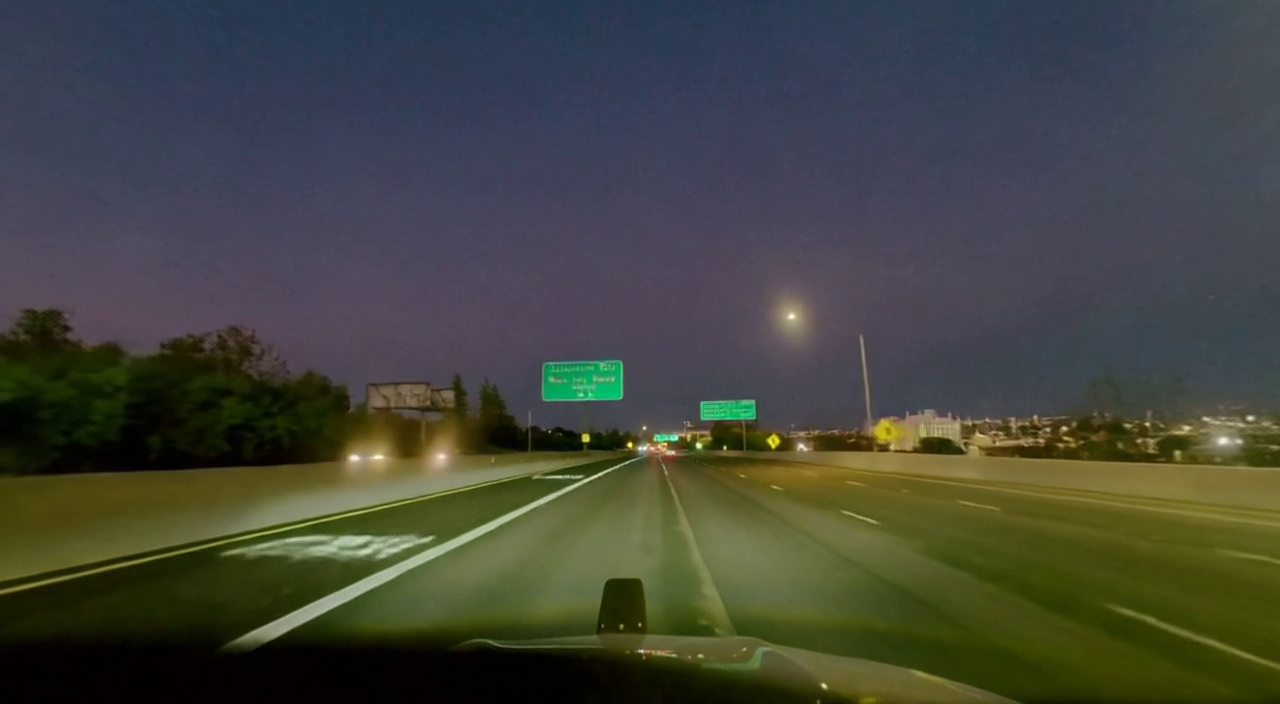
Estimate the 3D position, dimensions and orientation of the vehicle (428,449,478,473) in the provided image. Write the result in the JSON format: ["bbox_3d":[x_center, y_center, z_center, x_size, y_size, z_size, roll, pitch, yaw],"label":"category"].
[{"bbox_3d":[-12.315,7.201,41.844,1.870,1.451,4.490,0,-9,1],"label":"vehicle"}]

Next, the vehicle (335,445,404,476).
[{"bbox_3d":[-16.560,6.643,38.860,2.012,1.768,4.615,-1,-9,2],"label":"vehicle"}]
